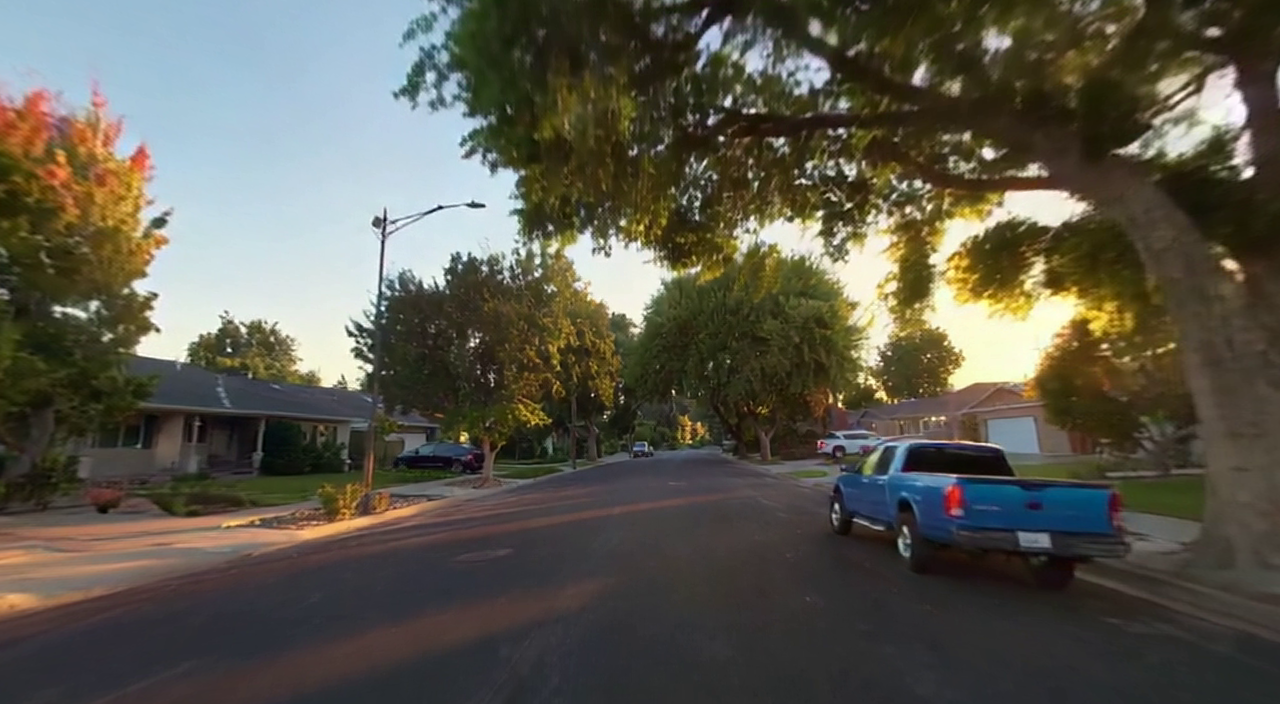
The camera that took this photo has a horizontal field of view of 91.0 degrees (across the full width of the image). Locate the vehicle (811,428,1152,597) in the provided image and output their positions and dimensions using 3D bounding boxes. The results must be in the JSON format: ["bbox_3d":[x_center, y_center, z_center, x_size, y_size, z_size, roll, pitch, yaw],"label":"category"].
[{"bbox_3d":[3.649,1.751,7.842,2.006,1.494,4.211,0,-8,2],"label":"vehicle"}]
